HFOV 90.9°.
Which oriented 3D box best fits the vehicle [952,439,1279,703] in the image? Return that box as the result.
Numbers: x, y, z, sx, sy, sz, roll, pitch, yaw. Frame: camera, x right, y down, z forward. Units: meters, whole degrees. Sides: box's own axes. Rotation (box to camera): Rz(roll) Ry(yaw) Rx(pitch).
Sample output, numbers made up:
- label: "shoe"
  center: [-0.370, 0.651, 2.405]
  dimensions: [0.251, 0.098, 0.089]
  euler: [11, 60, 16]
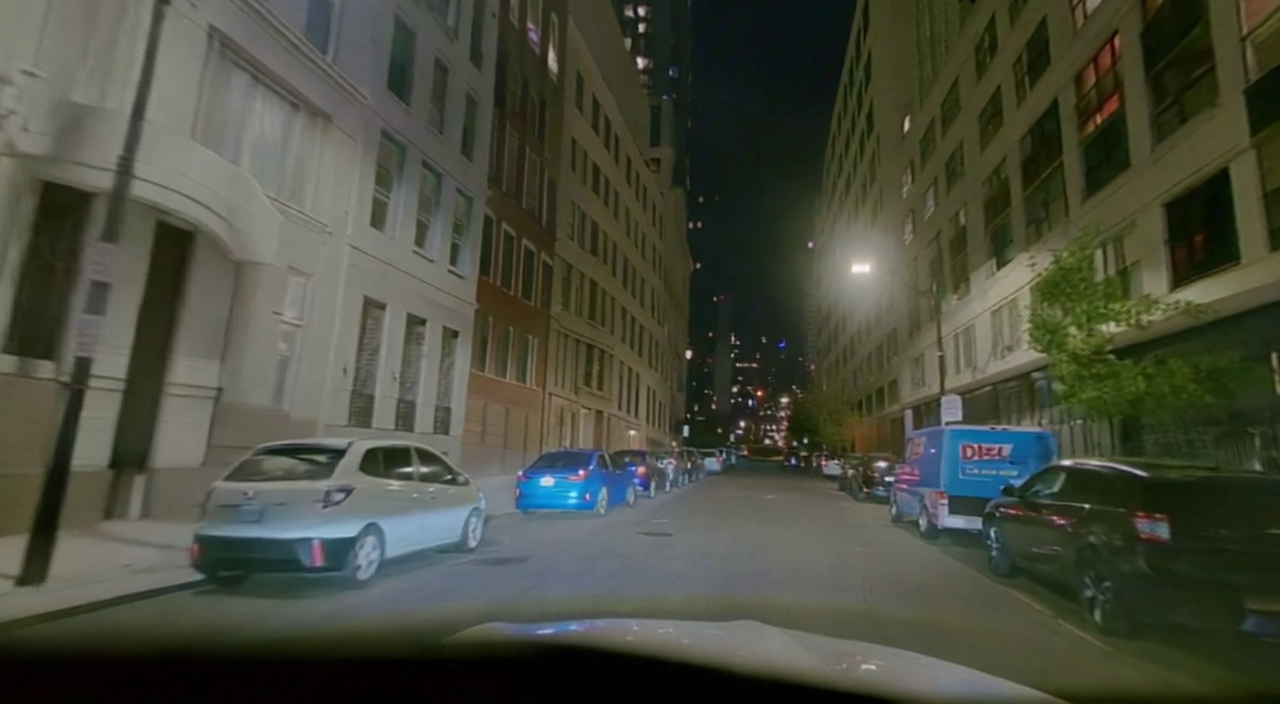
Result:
- label: "vehicle"
  center: [4.521, 1.563, 5.725]
  dimensions: [1.834, 1.508, 4.743]
  euler: [-1, -8, 12]

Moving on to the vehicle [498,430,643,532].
- label: "vehicle"
  center: [-1.247, 2.510, 13.120]
  dimensions: [1.867, 1.519, 3.920]
  euler: [1, -4, 11]

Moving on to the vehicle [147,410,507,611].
- label: "vehicle"
  center: [-2.929, 1.463, 6.670]
  dimensions: [1.875, 1.564, 2.982]
  euler: [-1, -8, 12]
